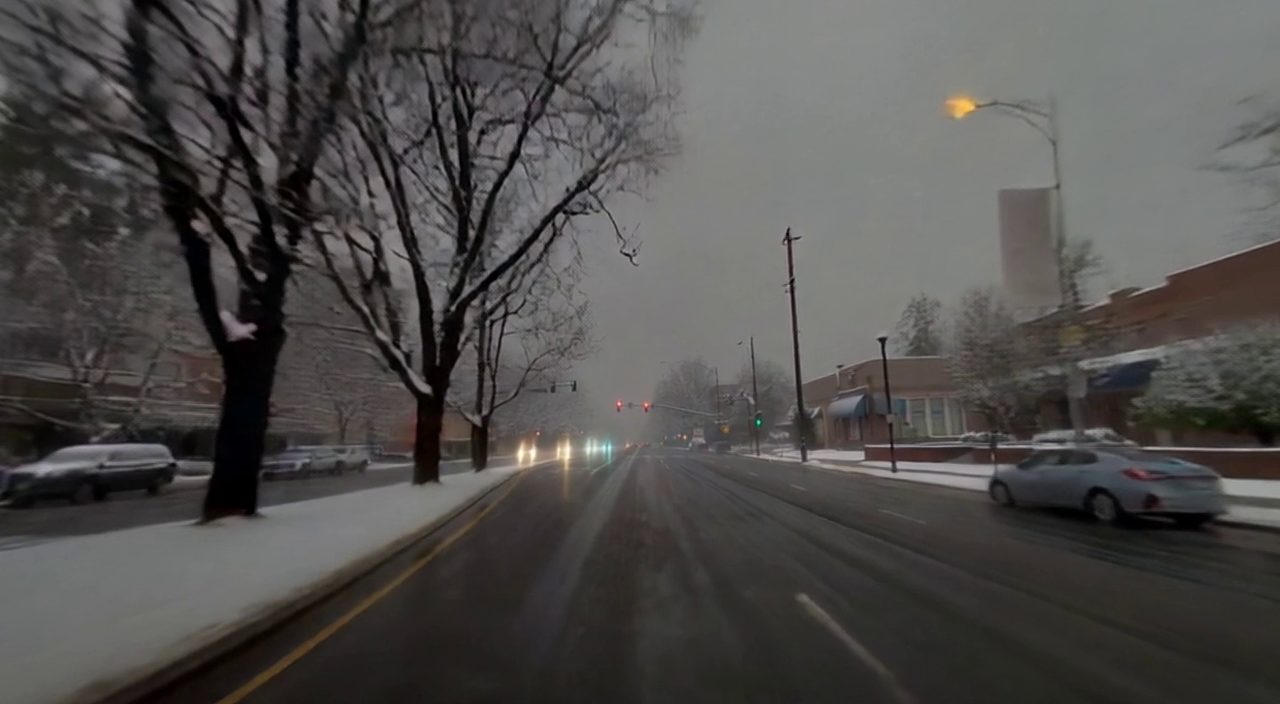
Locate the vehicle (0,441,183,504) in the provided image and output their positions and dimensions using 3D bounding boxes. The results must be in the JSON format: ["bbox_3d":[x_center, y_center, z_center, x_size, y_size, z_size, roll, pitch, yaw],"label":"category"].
[{"bbox_3d":[-19.466,4.190,22.561,2.085,1.957,5.548,0,-9,0],"label":"vehicle"}]

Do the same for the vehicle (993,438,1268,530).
[{"bbox_3d":[9.754,2.623,13.236,1.919,1.546,4.730,0,-9,-1],"label":"vehicle"}]

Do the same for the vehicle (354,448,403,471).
[{"bbox_3d":[-19.345,7.934,46.926,1.851,1.584,4.035,0,-9,0],"label":"vehicle"}]

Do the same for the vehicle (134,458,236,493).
[{"bbox_3d":[-19.454,5.288,27.198,1.928,1.336,3.353,0,-9,-1],"label":"vehicle"}]
